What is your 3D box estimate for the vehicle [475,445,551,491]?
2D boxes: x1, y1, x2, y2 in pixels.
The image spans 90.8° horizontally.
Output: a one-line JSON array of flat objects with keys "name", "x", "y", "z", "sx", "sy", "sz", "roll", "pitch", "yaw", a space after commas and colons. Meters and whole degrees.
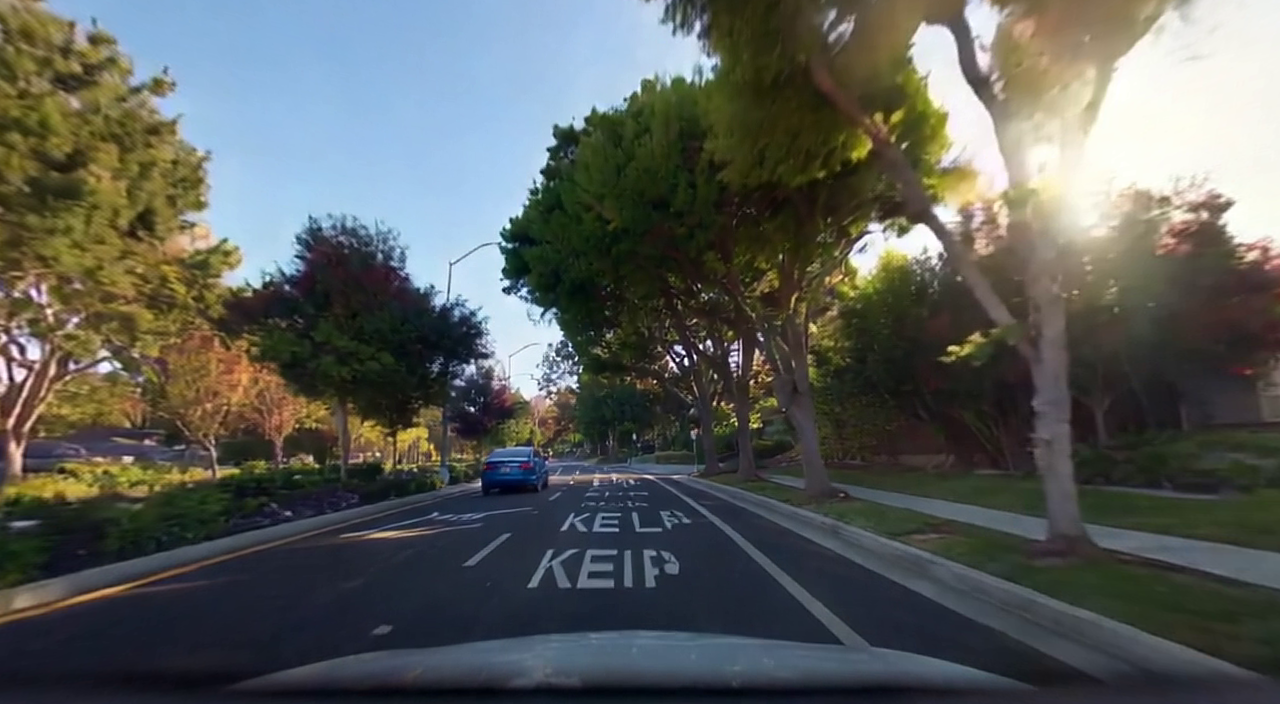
[{"name": "vehicle", "x": -4.515, "y": 4.169, "z": 23.144, "sx": 1.980, "sy": 1.508, "sz": 4.502, "roll": 0, "pitch": -8, "yaw": -2}]

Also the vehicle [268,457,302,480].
[{"name": "vehicle", "x": -28.004, "y": 9.166, "z": 49.950, "sx": 1.723, "sy": 1.569, "sz": 4.694, "roll": 3, "pitch": -9, "yaw": -22}]
